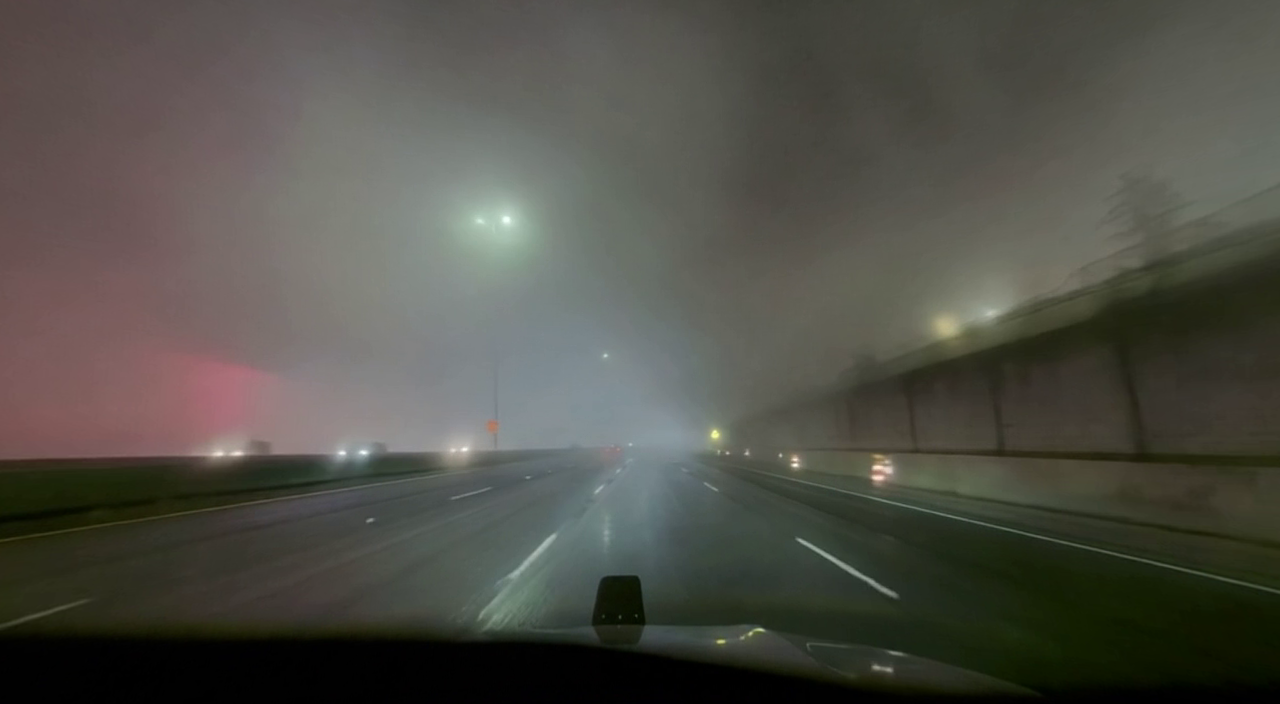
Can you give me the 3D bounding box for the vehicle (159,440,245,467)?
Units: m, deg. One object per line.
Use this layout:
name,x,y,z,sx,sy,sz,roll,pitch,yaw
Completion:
vehicle,-29.102,6.772,42.067,1.979,1.694,5.008,0,-9,2

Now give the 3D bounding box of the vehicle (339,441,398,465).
vehicle,-18.964,7.076,44.220,1.992,1.571,4.542,0,-9,2

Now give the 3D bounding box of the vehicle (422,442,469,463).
vehicle,-14.837,7.702,48.286,1.945,1.515,4.455,0,-9,3
